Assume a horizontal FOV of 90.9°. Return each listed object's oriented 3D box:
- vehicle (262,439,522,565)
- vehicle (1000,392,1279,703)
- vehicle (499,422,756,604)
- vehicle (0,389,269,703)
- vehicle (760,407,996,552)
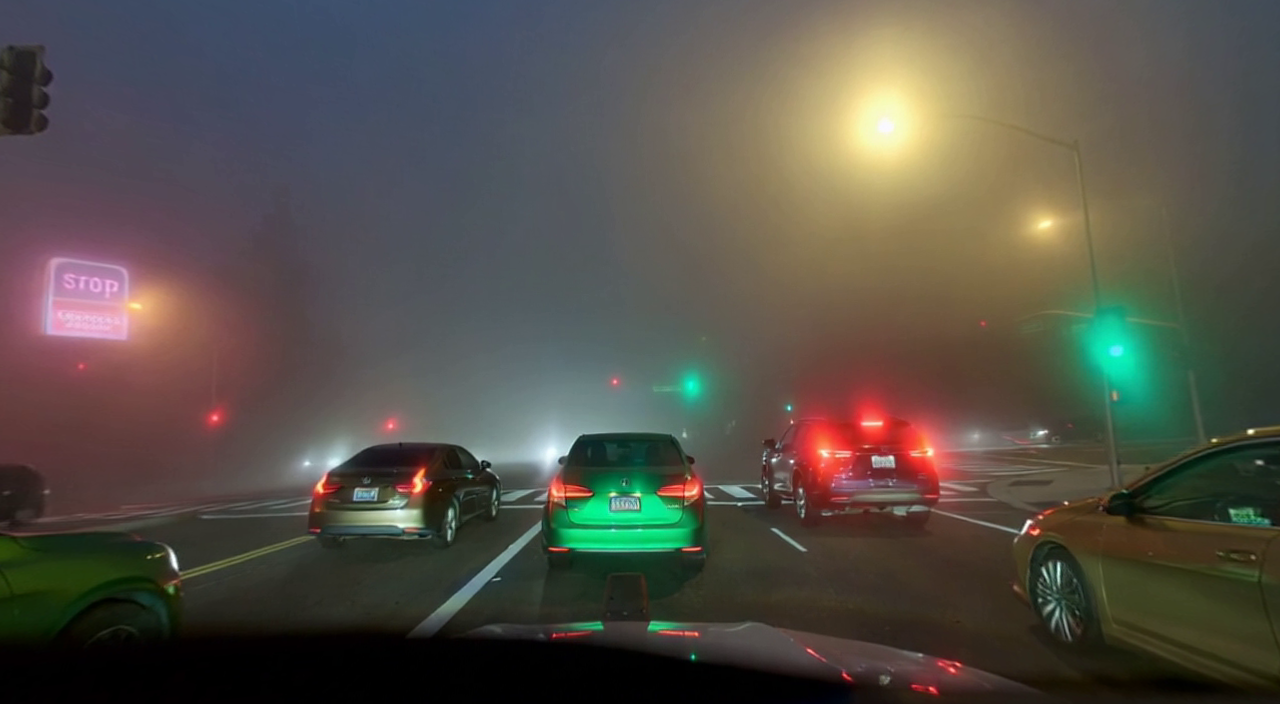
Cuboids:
[{"bbox_3d":[-3.299,2.068,9.544,1.995,1.436,4.373,-1,-8,2],"label":"vehicle"},{"bbox_3d":[3.936,0.972,3.108,1.800,1.519,4.198,0,-8,0],"label":"vehicle"},{"bbox_3d":[-0.133,1.649,7.382,2.140,1.499,4.119,0,-8,-1],"label":"vehicle"},{"bbox_3d":[-3.474,0.841,1.841,2.016,1.547,4.414,0,-8,1],"label":"vehicle"},{"bbox_3d":[3.307,1.866,9.839,1.992,1.744,4.183,0,-8,0],"label":"vehicle"}]
